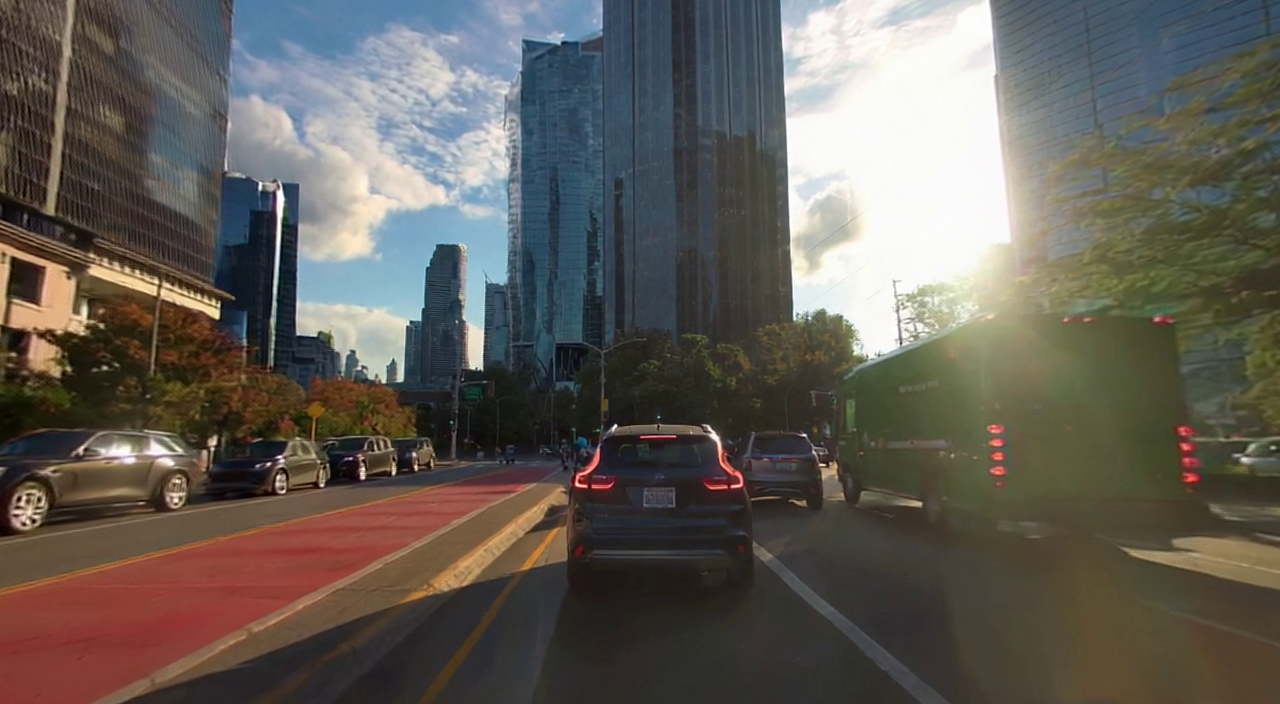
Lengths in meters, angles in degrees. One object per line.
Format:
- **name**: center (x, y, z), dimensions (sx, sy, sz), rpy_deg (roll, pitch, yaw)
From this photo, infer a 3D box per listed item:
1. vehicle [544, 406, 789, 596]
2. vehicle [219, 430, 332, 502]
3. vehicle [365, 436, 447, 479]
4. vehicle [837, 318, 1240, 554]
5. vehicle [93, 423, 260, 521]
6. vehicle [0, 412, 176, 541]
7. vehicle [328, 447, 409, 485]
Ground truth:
- **vehicle**: center (0.293, 1.653, 7.842), dimensions (2.192, 1.695, 4.142), rpy_deg (0, -9, 2)
- **vehicle**: center (-11.036, 3.448, 19.399), dimensions (1.559, 1.973, 3.419), rpy_deg (1, -9, -5)
- **vehicle**: center (-11.770, 5.350, 32.299), dimensions (2.338, 1.963, 5.740), rpy_deg (0, -9, -4)
- **vehicle**: center (6.443, 1.651, 12.280), dimensions (3.113, 3.116, 7.650), rpy_deg (0, -8, 3)
- **vehicle**: center (-10.718, 2.753, 14.938), dimensions (1.482, 2.019, 3.297), rpy_deg (0, -9, -3)
- **vehicle**: center (-10.374, 2.151, 11.364), dimensions (1.543, 1.946, 3.454), rpy_deg (1, -9, -5)
- **vehicle**: center (-11.364, 4.781, 26.779), dimensions (1.791, 1.463, 4.210), rpy_deg (0, -9, -4)
